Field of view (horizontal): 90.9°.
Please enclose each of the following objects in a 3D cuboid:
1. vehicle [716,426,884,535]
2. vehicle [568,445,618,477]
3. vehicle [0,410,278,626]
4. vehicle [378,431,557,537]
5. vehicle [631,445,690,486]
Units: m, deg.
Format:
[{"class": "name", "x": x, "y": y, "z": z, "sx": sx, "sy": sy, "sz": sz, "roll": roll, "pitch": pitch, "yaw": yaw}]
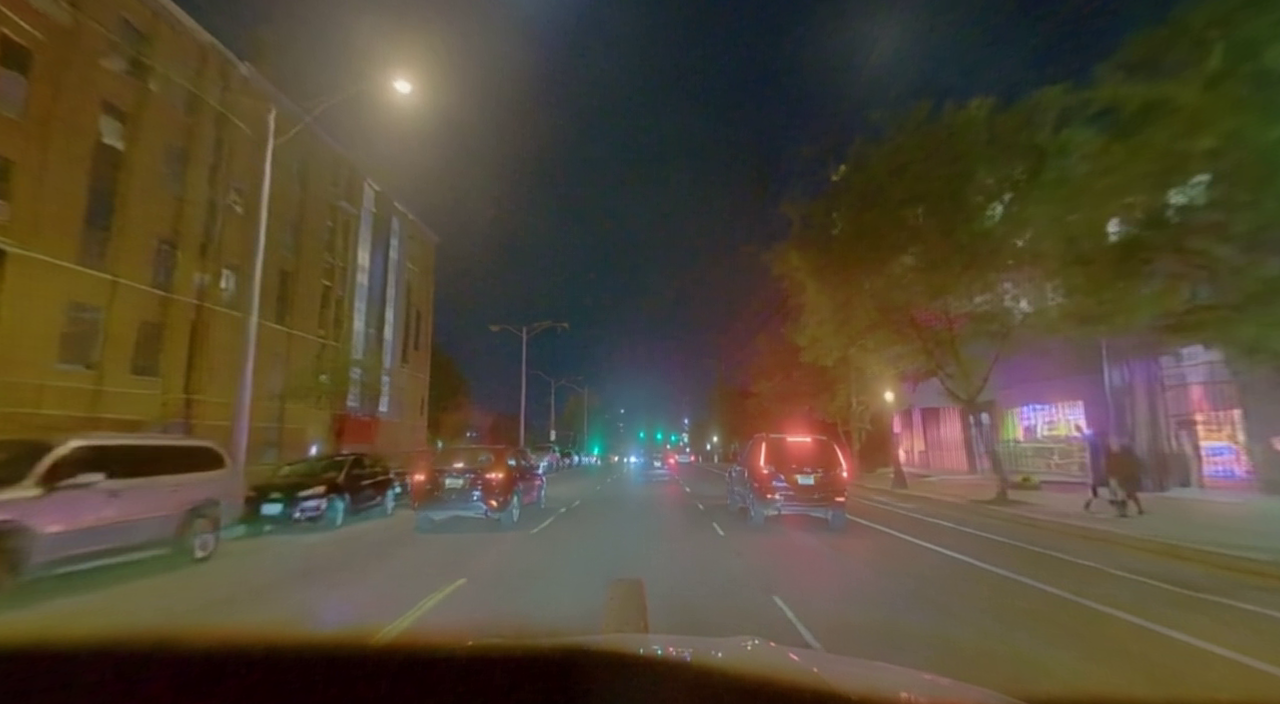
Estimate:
[{"class": "vehicle", "x": 2.815, "y": 2.377, "z": 12.296, "sx": 2.094, "sy": 1.709, "sz": 4.394, "roll": 0, "pitch": -9, "yaw": 0}, {"class": "vehicle", "x": -2.299, "y": 5.521, "z": 32.167, "sx": 2.019, "sy": 1.507, "sz": 4.643, "roll": -1, "pitch": -9, "yaw": 2}, {"class": "vehicle", "x": -5.996, "y": 1.563, "z": 6.600, "sx": 1.867, "sy": 1.692, "sz": 4.188, "roll": 0, "pitch": -9, "yaw": 0}, {"class": "vehicle", "x": -2.960, "y": 2.362, "z": 11.866, "sx": 2.085, "sy": 1.619, "sz": 3.976, "roll": -1, "pitch": -9, "yaw": 2}, {"class": "vehicle", "x": 0.761, "y": 4.433, "z": 24.984, "sx": 2.139, "sy": 1.466, "sz": 4.373, "roll": 0, "pitch": -9, "yaw": 1}]
